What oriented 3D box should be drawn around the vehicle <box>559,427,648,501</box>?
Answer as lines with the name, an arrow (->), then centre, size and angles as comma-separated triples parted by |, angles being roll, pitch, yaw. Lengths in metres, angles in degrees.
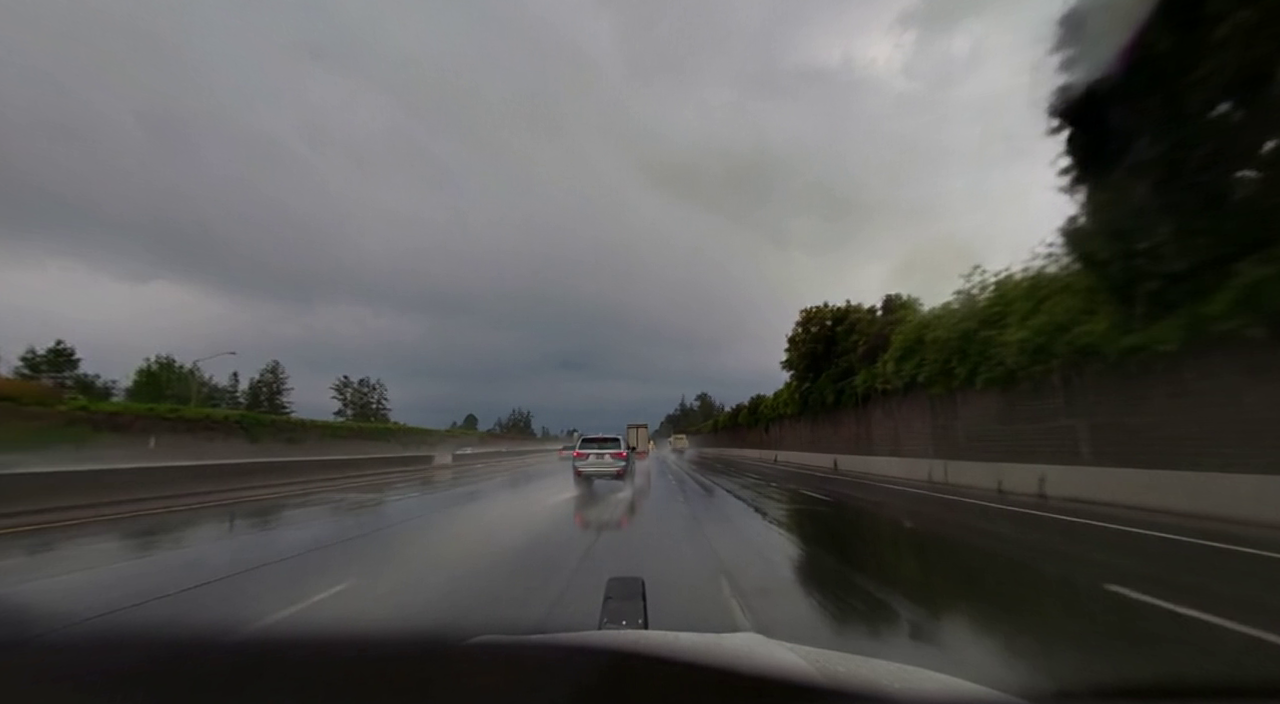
vehicle -> -0.854, 3.052, 17.561 | 2.114, 1.787, 4.365 | 0, -8, 1
